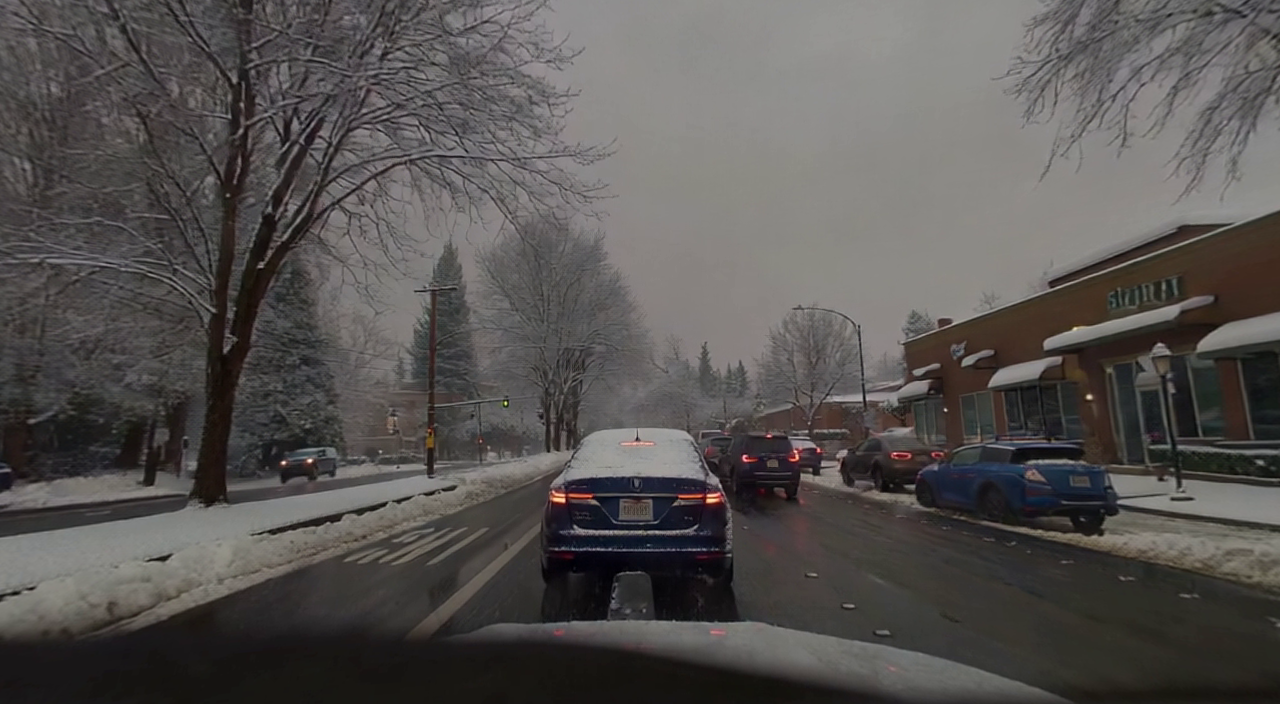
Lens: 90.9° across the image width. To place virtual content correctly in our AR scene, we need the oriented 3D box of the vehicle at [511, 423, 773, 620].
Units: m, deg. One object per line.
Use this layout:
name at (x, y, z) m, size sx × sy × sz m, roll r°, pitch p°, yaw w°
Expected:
vehicle at (-0.014, 1.603, 7.017) m, size 1.977 × 1.465 × 4.376 m, roll 0°, pitch -8°, yaw -1°

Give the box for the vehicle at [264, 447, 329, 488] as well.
vehicle at (-16.099, 5.394, 29.791) m, size 2.163 × 1.743 × 4.428 m, roll 3°, pitch -9°, yaw -22°

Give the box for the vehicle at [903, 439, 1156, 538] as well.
vehicle at (6.841, 2.399, 11.797) m, size 1.911 × 1.468 × 4.417 m, roll 0°, pitch -8°, yaw 0°
